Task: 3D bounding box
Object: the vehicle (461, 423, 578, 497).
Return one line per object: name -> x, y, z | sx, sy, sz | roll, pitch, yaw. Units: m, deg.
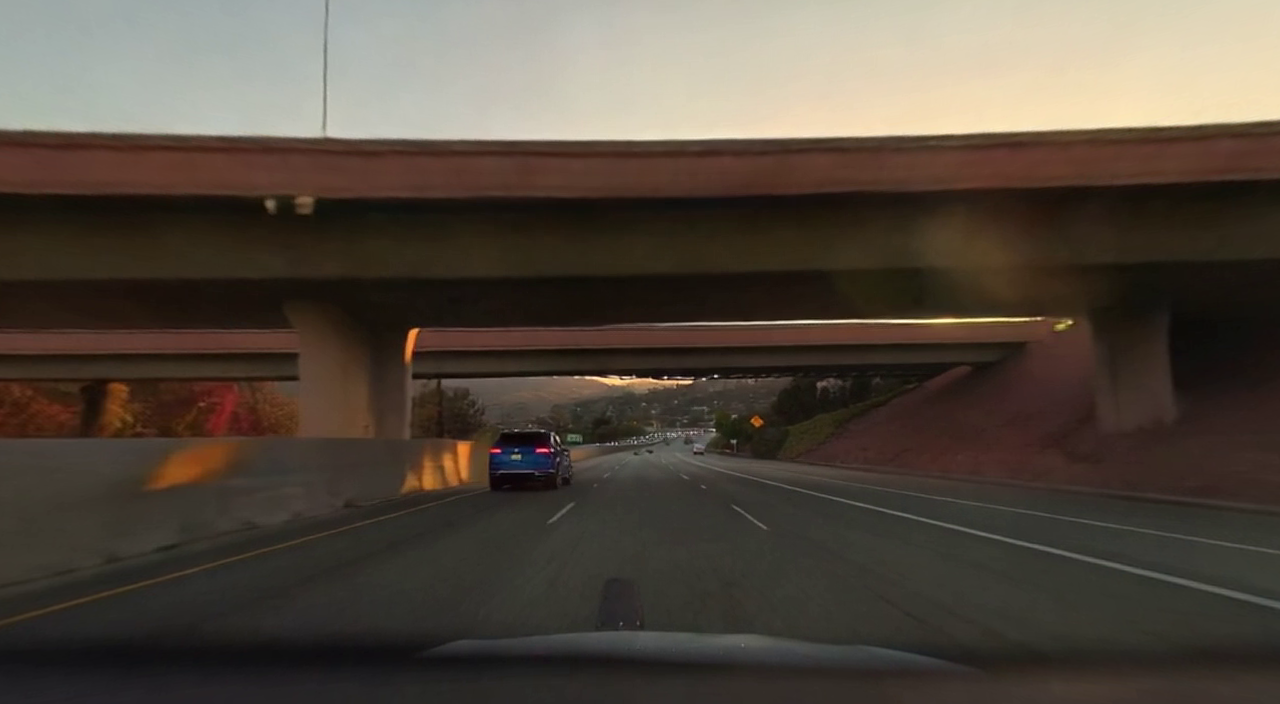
vehicle -> -3.465, 3.297, 19.581 | 2.431, 1.928, 5.760 | 0, -9, 1
